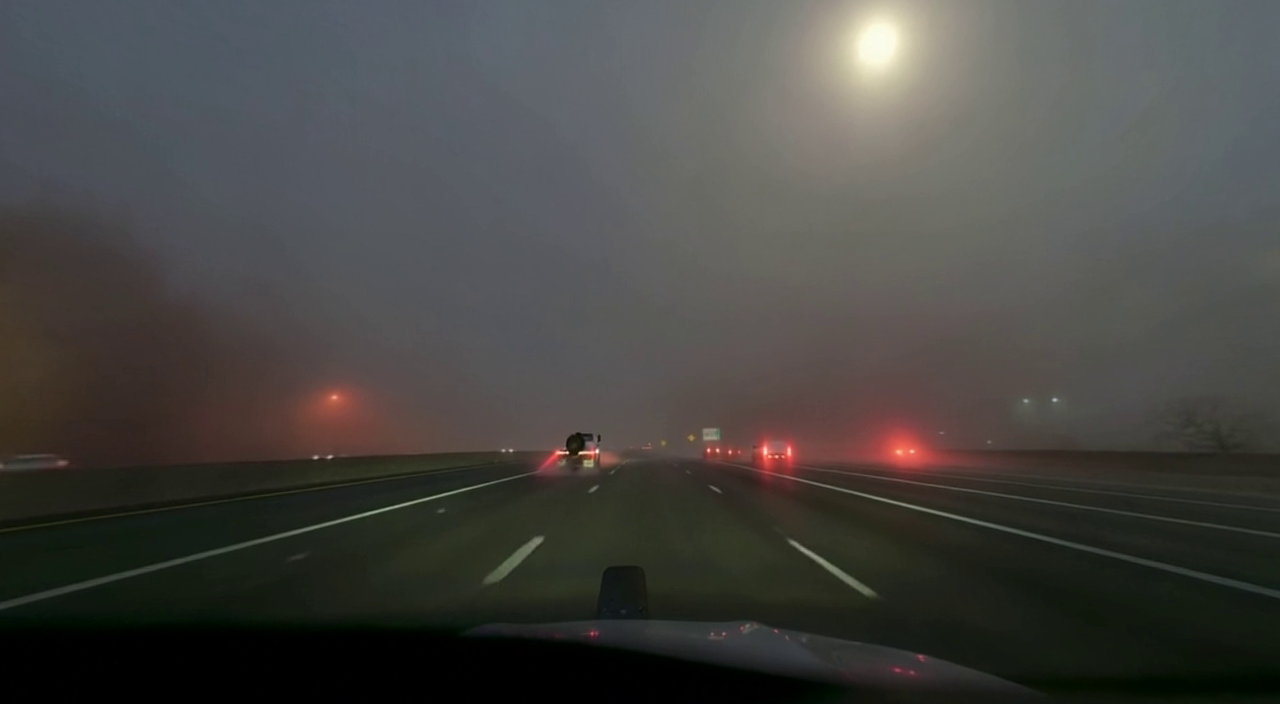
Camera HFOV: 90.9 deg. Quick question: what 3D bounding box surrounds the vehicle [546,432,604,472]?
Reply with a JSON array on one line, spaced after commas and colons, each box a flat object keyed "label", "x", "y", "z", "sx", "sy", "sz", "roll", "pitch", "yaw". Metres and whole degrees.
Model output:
[{"label": "vehicle", "x": -3.311, "y": 5.269, "z": 33.420, "sx": 2.453, "sy": 1.952, "sz": 5.320, "roll": 0, "pitch": -8, "yaw": 1}]

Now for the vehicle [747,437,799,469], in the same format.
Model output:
[{"label": "vehicle", "x": 7.711, "y": 5.890, "z": 36.860, "sx": 2.063, "sy": 1.706, "sz": 4.259, "roll": 0, "pitch": -8, "yaw": 0}]
